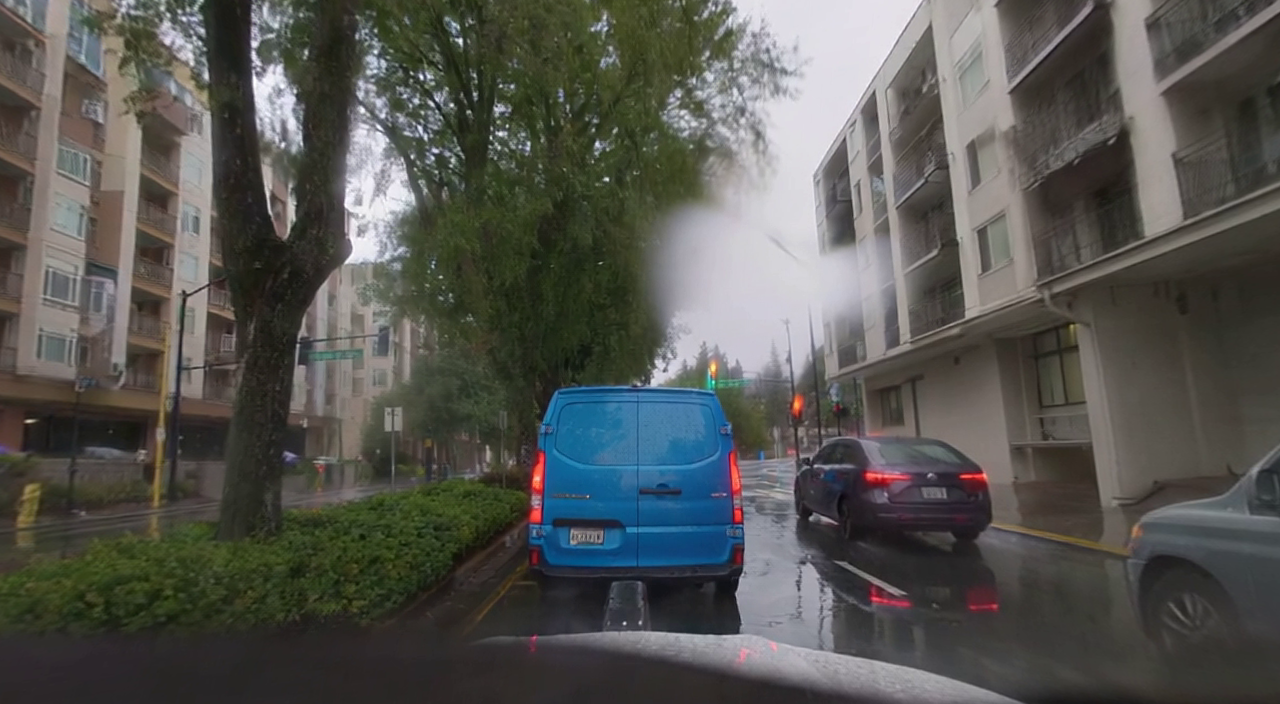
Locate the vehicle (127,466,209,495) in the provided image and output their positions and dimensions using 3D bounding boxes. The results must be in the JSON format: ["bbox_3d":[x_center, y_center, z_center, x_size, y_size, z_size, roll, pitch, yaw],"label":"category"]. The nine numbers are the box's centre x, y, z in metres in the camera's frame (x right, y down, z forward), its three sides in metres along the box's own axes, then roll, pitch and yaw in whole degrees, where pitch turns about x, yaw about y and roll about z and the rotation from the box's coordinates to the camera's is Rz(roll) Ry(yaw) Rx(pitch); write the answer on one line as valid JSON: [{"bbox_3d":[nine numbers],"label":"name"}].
[{"bbox_3d":[-33.262,9.067,44.514,4.292,1.492,1.772,-6,-14,-1],"label":"vehicle"}]

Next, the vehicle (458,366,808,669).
[{"bbox_3d":[-0.040,1.318,6.037,2.101,1.828,4.270,0,-9,0],"label":"vehicle"}]

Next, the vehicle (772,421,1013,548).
[{"bbox_3d":[3.908,2.137,10.910,2.061,1.676,4.734,0,-9,-2],"label":"vehicle"}]

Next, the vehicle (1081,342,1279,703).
[{"bbox_3d":[3.809,0.696,1.765,2.157,1.748,4.130,0,-9,1],"label":"vehicle"}]

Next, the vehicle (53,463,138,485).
[{"bbox_3d":[-38.469,8.630,44.628,4.396,1.458,1.809,-1,-9,2],"label":"vehicle"}]

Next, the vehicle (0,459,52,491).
[{"bbox_3d":[-35.544,6.837,35.154,3.843,1.680,1.782,-1,-9,5],"label":"vehicle"}]
